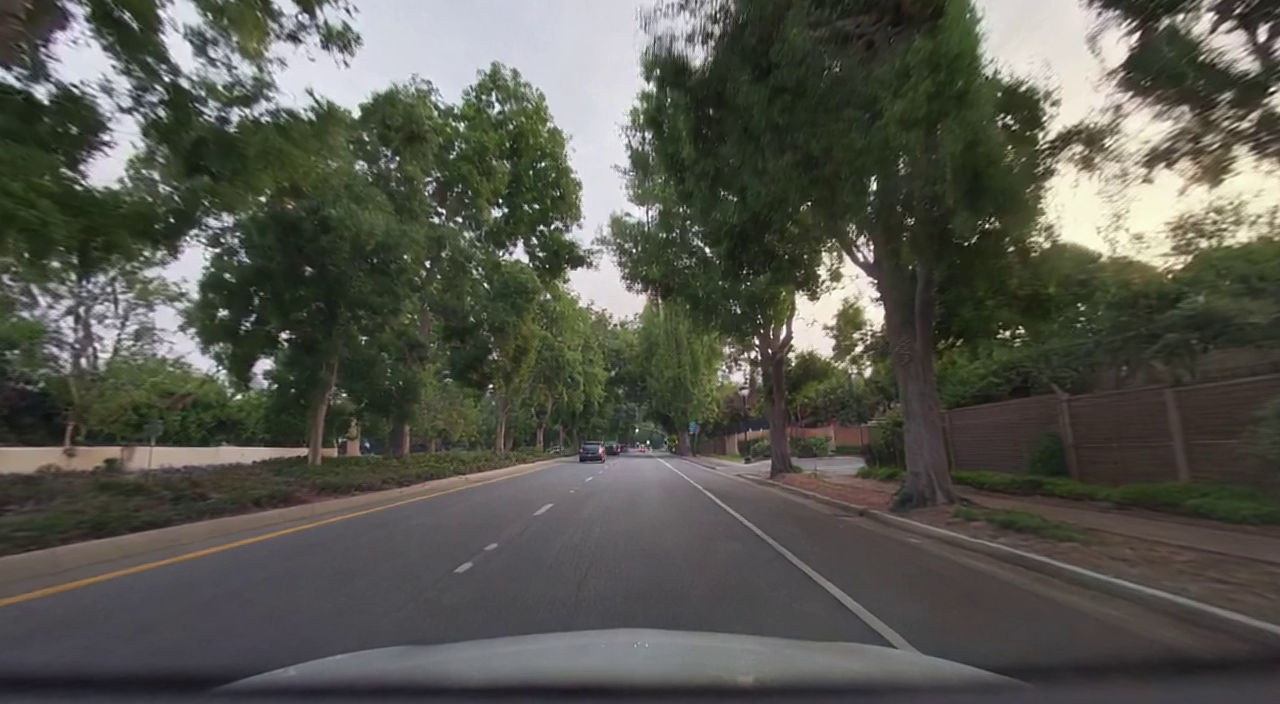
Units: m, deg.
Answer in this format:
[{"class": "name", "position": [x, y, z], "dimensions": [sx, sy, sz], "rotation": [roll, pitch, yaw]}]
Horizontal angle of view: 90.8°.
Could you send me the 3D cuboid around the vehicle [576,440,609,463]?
[{"class": "vehicle", "position": [-3.567, 7.542, 47.999], "dimensions": [2.221, 1.707, 4.243], "rotation": [0, -8, 0]}]
